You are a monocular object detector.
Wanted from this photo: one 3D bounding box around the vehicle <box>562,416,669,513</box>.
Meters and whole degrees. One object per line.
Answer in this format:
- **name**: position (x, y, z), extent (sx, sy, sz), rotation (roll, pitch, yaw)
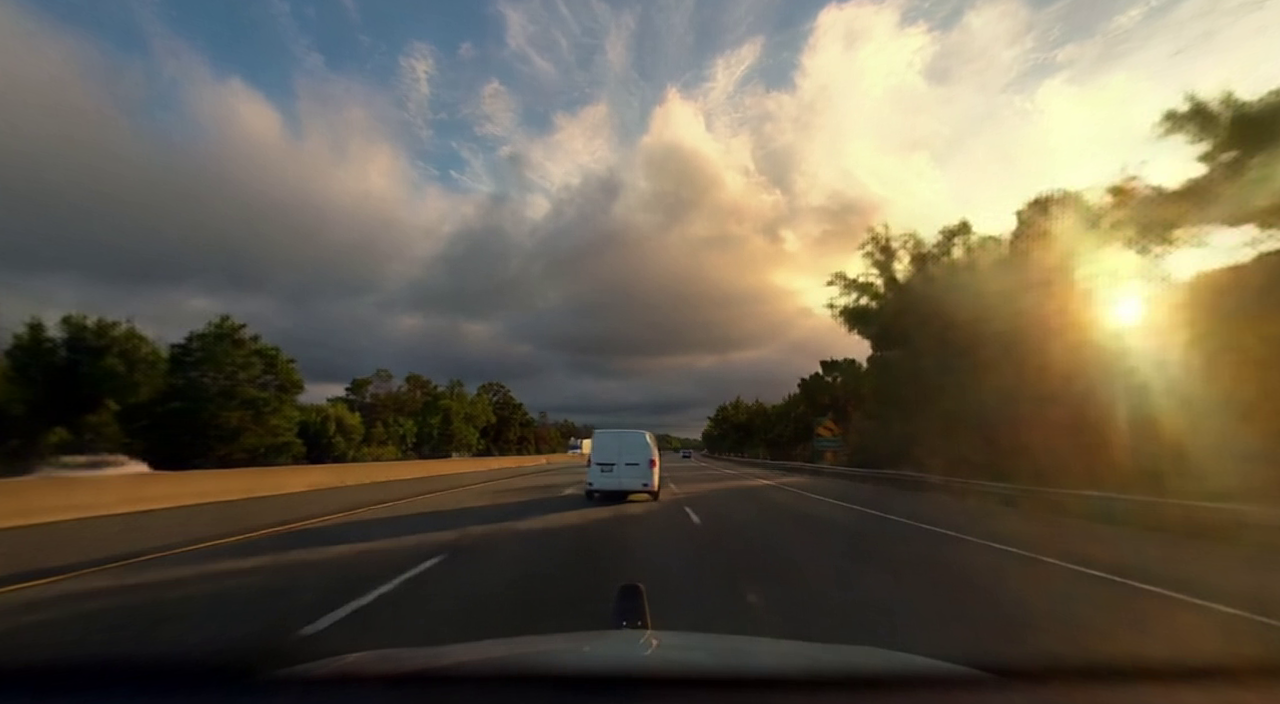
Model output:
- **vehicle**: position (-0.414, 2.781, 15.896), extent (2.219, 2.033, 4.911), rotation (-1, -9, 3)
